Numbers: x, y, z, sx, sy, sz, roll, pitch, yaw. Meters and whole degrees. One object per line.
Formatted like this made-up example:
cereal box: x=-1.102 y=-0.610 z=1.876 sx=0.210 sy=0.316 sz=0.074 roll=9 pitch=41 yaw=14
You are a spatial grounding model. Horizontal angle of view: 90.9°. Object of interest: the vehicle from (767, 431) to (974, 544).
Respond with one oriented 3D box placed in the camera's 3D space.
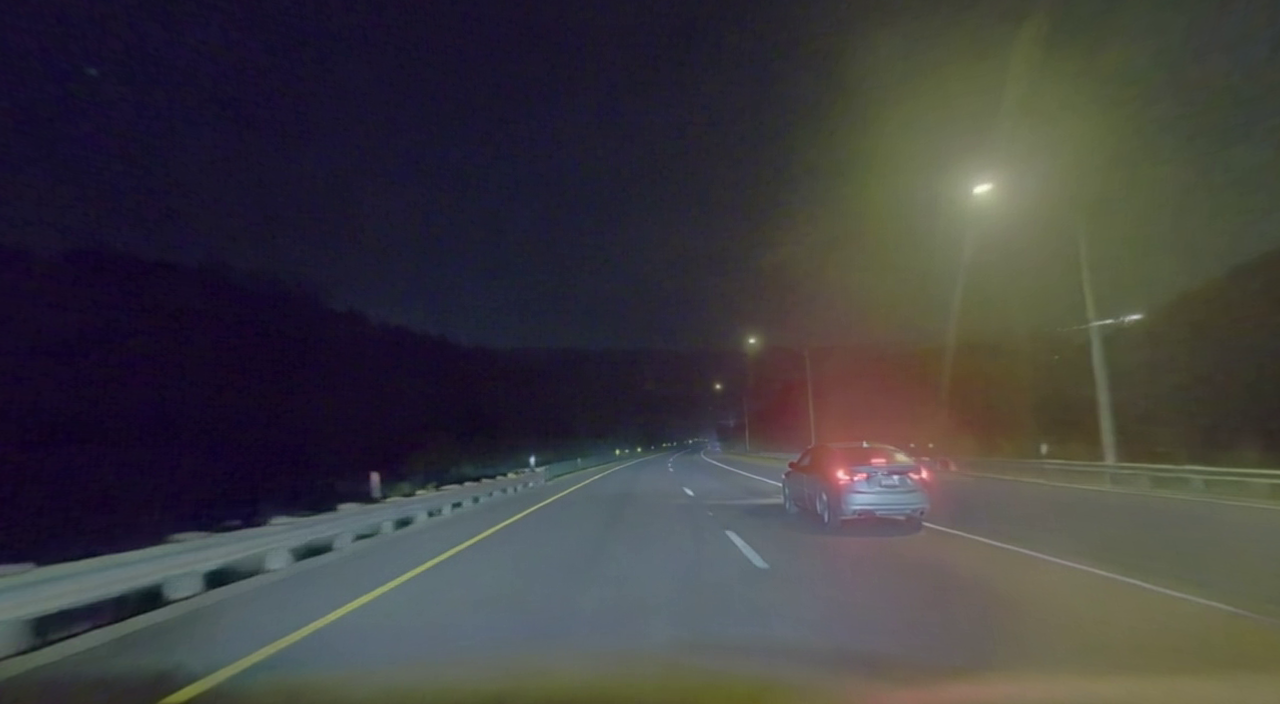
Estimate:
vehicle: x=3.563 y=2.158 z=10.697 sx=1.997 sy=1.515 sz=4.025 roll=-1 pitch=-8 yaw=1
